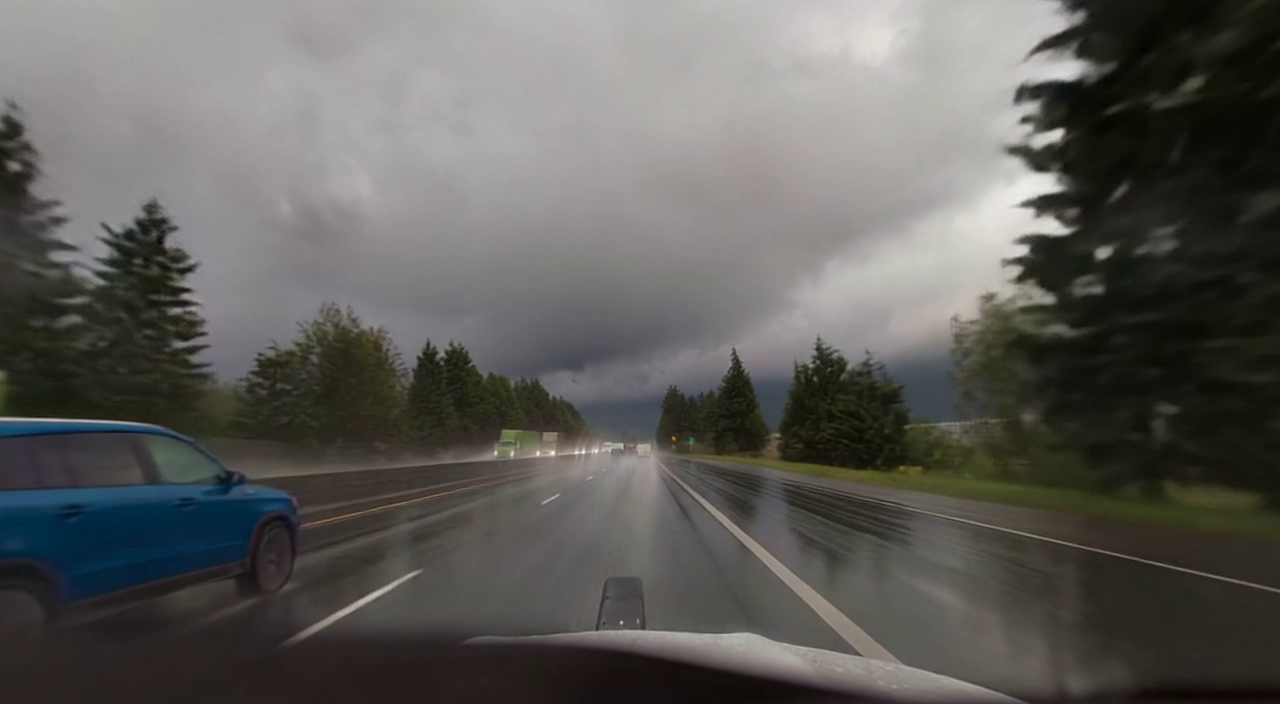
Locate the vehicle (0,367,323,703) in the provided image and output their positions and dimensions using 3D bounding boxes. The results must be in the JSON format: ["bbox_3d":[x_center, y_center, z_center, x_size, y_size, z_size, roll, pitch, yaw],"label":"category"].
[{"bbox_3d":[-4.340,1.084,4.114,2.110,1.727,4.607,0,-8,0],"label":"vehicle"}]
